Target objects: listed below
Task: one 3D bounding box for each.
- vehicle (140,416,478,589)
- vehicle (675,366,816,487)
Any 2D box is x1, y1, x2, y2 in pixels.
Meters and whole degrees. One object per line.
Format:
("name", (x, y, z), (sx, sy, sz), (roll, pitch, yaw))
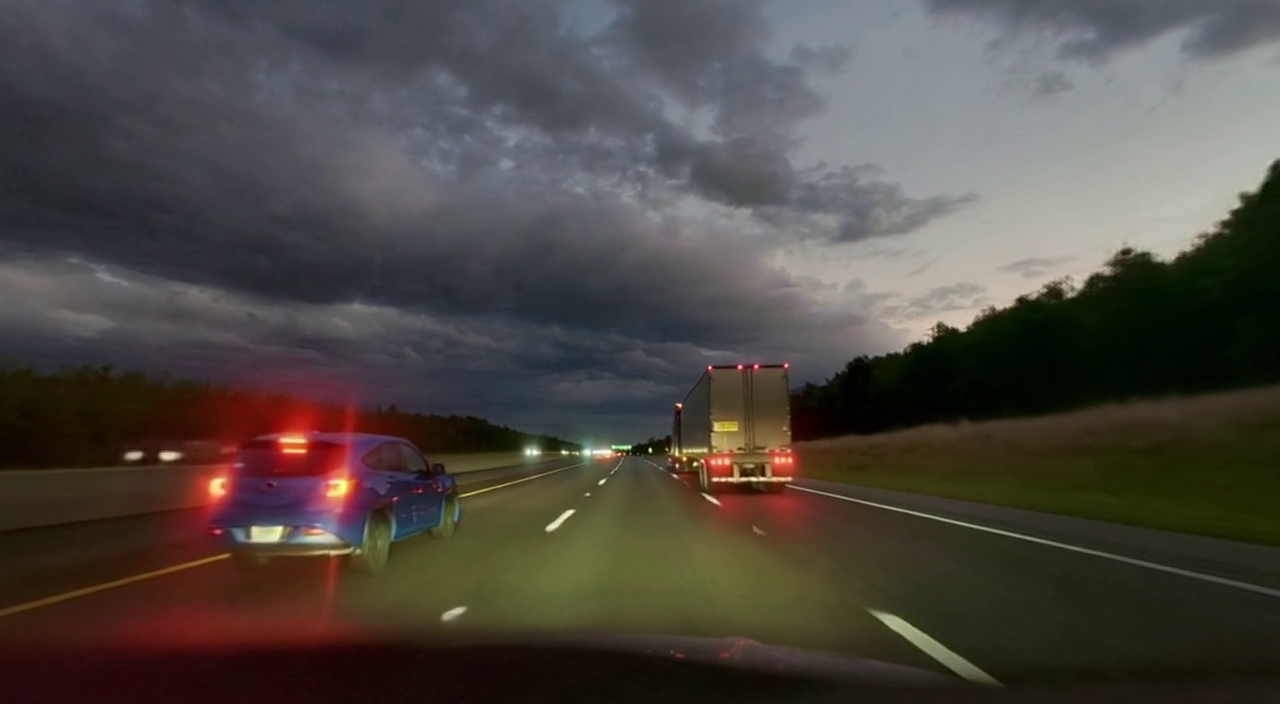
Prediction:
("vehicle", (-3.792, 1.803, 8.351), (2.115, 1.670, 4.261), (0, -9, 0))
("vehicle", (4.151, 3.938, 30.749), (3.532, 4.201, 17.611), (0, -9, -1))
